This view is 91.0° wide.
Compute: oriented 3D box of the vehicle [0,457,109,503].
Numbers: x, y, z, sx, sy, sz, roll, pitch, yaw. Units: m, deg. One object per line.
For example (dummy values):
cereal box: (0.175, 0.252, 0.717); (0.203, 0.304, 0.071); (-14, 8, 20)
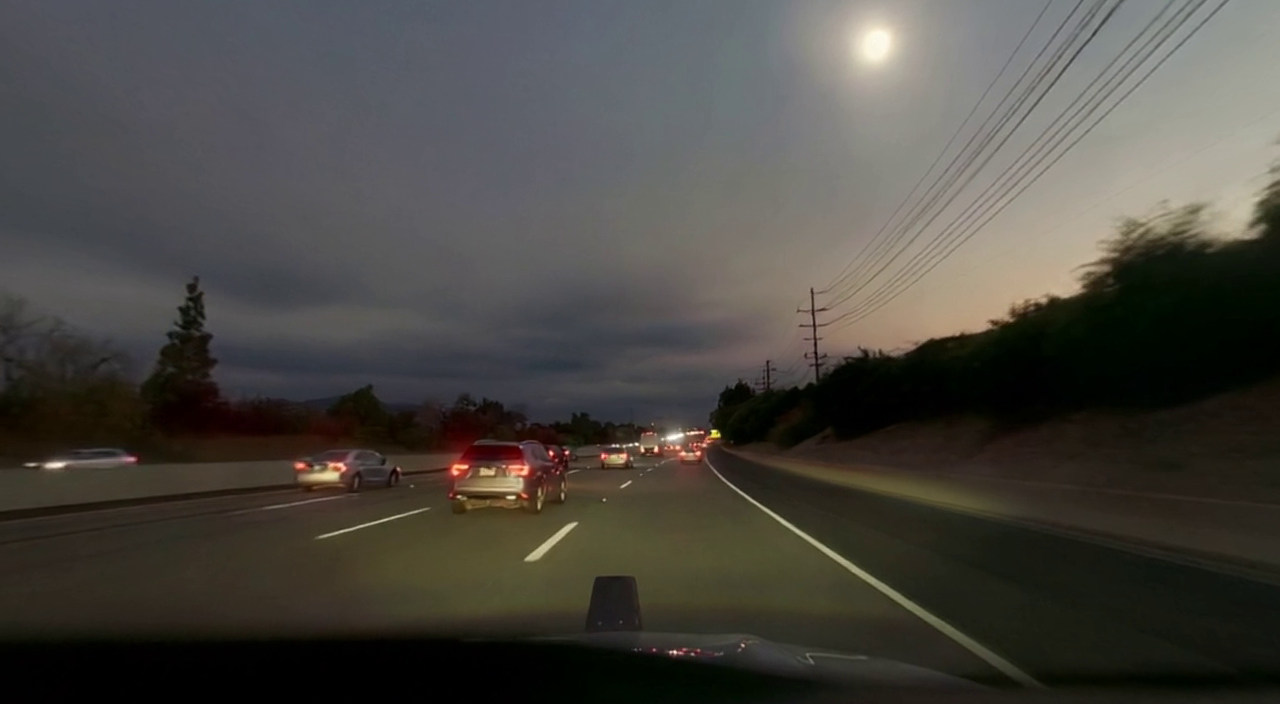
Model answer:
vehicle: (-23.177, 4.791, 23.917); (1.841, 1.523, 4.494); (-1, -9, 4)

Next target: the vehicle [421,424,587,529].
vehicle: (-2.588, 2.549, 13.541); (2.202, 1.801, 4.959); (-1, -9, 3)

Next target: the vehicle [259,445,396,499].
vehicle: (-9.858, 3.790, 20.326); (1.954, 1.517, 4.378); (-1, -9, 3)

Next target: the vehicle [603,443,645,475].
vehicle: (-0.852, 6.133, 36.289); (1.976, 1.688, 4.124); (-1, -9, 5)

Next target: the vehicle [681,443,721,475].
vehicle: (3.349, 5.883, 34.847); (2.038, 1.677, 4.219); (-1, -9, 5)
